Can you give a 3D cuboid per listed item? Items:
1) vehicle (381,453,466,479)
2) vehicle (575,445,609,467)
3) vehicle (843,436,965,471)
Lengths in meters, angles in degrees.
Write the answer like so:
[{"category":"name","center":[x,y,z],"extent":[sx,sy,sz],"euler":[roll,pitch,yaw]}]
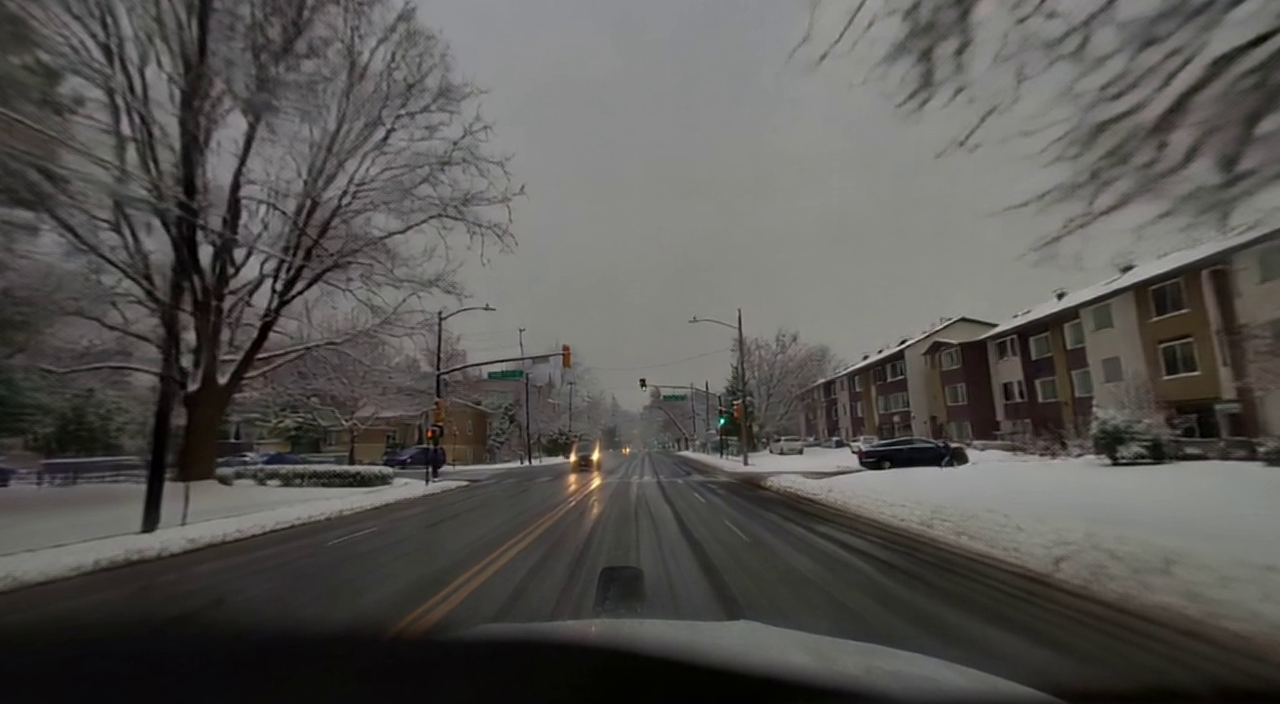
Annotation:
[{"category":"vehicle","center":[-12.398,6.566,36.393],"extent":[4.135,1.424,1.945],"euler":[-1,-10,5]},{"category":"vehicle","center":[-3.471,7.665,46.393],"extent":[2.015,1.508,4.353],"euler":[0,-10,2]},{"category":"vehicle","center":[12.697,4.928,30.562],"extent":[4.908,1.521,2.108],"euler":[-1,-10,-4]}]
